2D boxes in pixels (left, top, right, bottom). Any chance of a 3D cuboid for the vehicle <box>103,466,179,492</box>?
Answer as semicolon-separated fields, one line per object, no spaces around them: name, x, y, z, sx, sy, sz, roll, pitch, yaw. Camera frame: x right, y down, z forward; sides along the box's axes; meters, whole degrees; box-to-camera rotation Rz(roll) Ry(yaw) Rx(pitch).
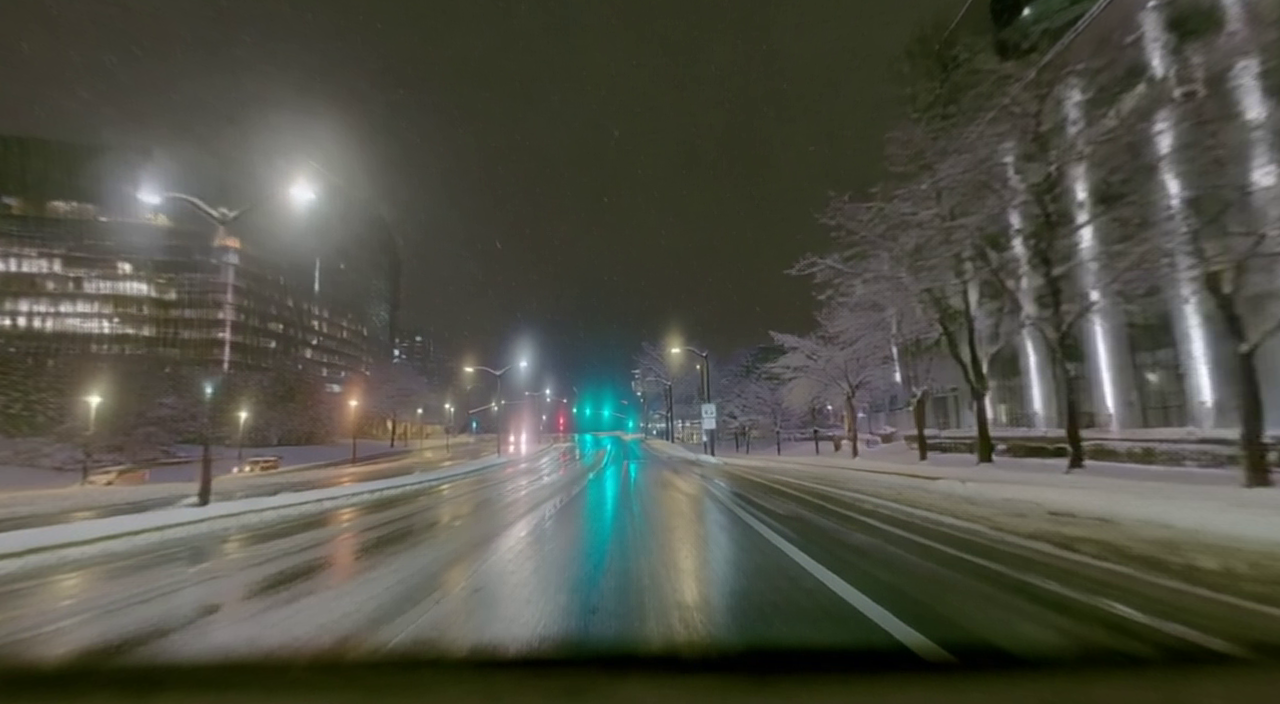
vehicle;-32.980;8.367;41.888;1.743;1.435;4.183;-1;-9;-2

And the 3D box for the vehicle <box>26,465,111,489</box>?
vehicle;-38.492;8.427;42.679;3.676;1.439;2.028;4;-9;-24
